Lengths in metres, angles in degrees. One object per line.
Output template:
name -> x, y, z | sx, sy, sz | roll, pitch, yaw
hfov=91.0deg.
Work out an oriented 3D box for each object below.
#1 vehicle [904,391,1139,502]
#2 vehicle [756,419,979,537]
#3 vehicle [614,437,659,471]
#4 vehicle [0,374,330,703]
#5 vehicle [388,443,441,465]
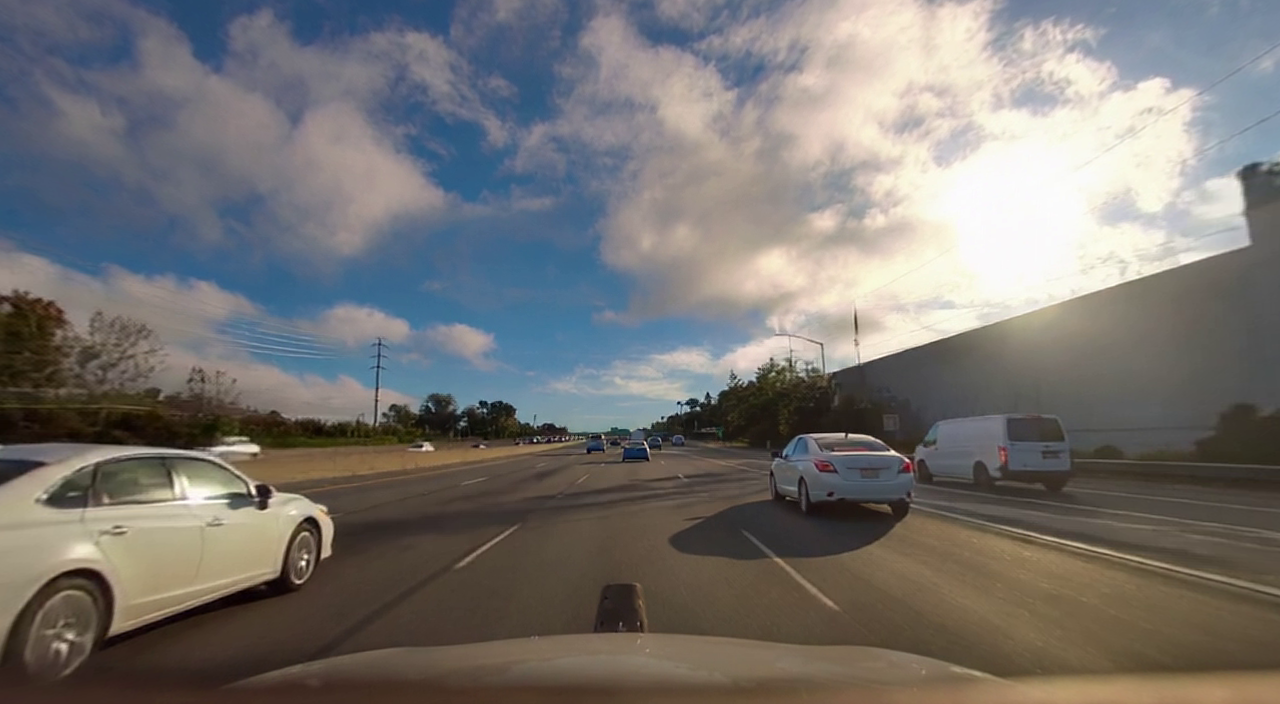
vehicle -> 9.114, 2.358, 15.889 | 2.349, 2.280, 5.423 | 0, -8, -2
vehicle -> 3.443, 1.994, 10.644 | 1.995, 1.533, 4.463 | 0, -8, -2
vehicle -> -0.205, 4.879, 30.353 | 2.019, 1.472, 3.971 | 0, -8, -1
vehicle -> -3.922, 0.987, 3.346 | 2.251, 1.575, 4.488 | 0, -8, 0
vehicle -> -16.008, 7.239, 44.938 | 1.997, 1.490, 4.490 | -1, -8, 1
